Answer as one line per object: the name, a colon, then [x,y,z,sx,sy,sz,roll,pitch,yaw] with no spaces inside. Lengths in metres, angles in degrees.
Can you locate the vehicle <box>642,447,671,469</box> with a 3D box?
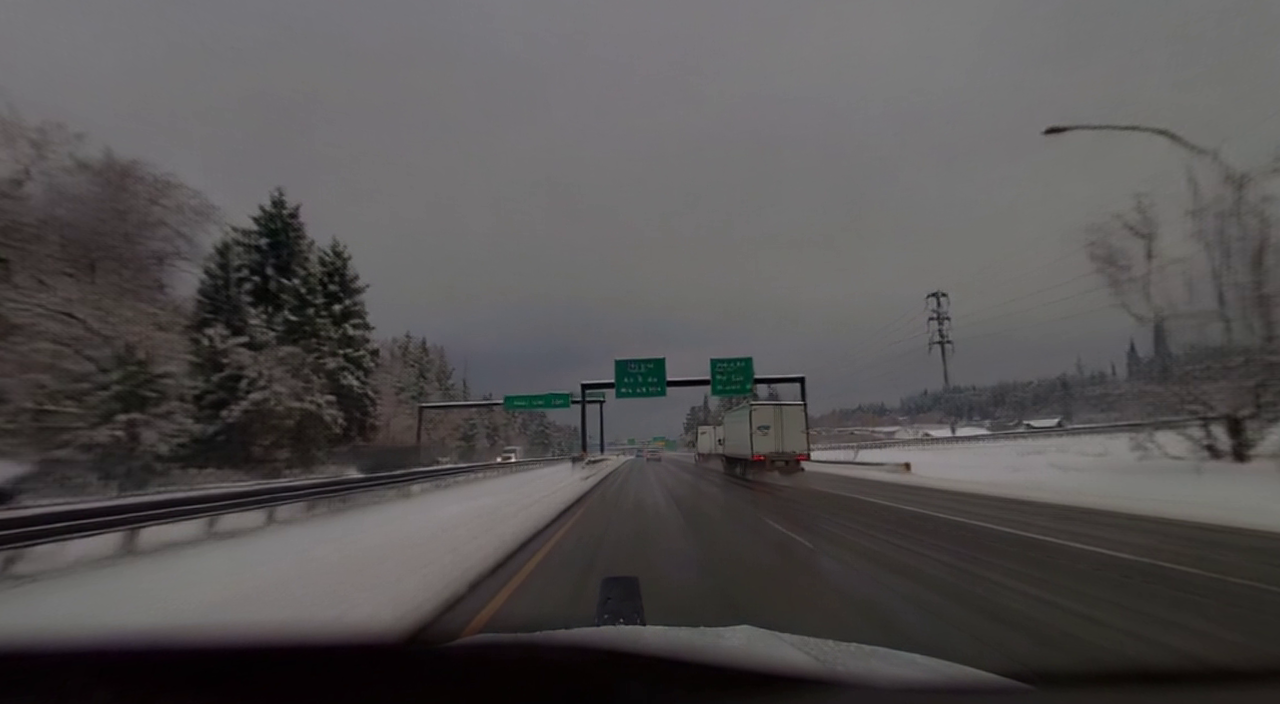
vehicle: [1.201,7.783,46.453,2.049,1.500,3.790,0,-9,1]

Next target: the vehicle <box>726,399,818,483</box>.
vehicle: [5.848,4.167,29.286,2.743,3.367,7.306,0,-9,1]
